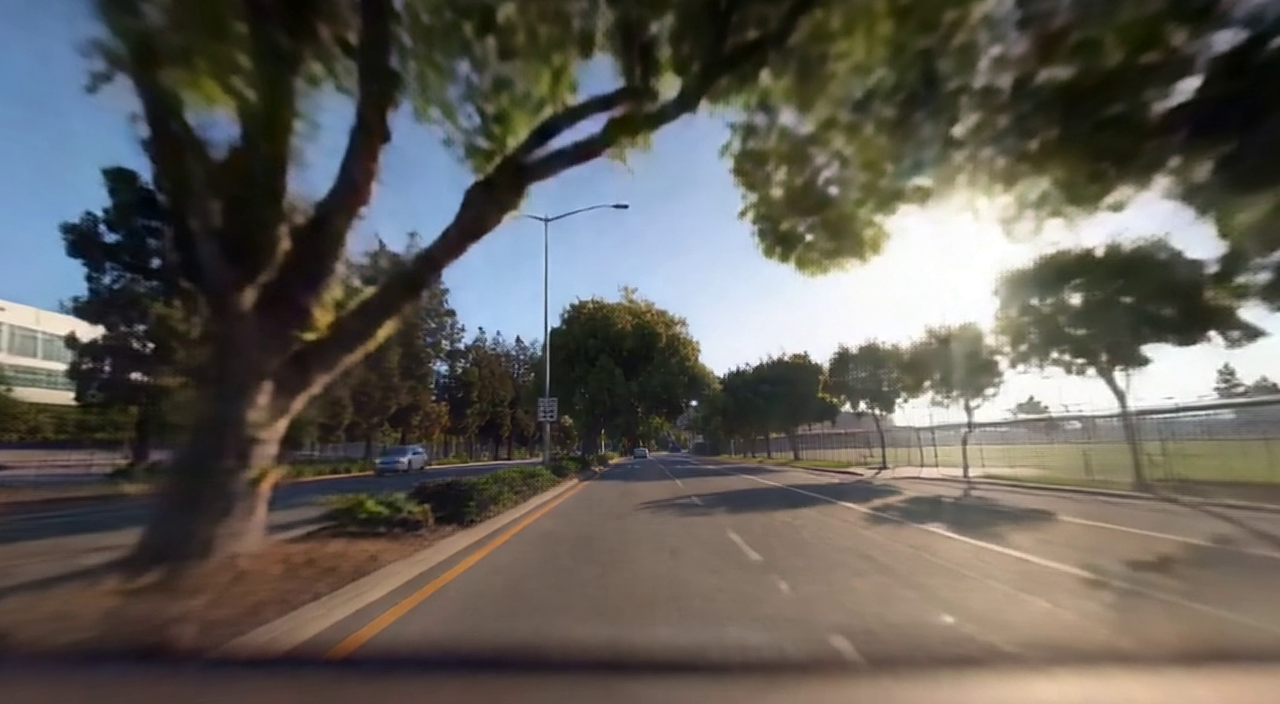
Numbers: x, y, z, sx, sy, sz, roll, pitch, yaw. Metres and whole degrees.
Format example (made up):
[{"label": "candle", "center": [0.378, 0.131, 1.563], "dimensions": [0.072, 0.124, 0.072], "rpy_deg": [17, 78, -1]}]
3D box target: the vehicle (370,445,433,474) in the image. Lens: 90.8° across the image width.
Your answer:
[{"label": "vehicle", "center": [-16.463, 7.434, 43.974], "dimensions": [2.511, 1.881, 4.658], "rpy_deg": [0, -8, 1]}]
